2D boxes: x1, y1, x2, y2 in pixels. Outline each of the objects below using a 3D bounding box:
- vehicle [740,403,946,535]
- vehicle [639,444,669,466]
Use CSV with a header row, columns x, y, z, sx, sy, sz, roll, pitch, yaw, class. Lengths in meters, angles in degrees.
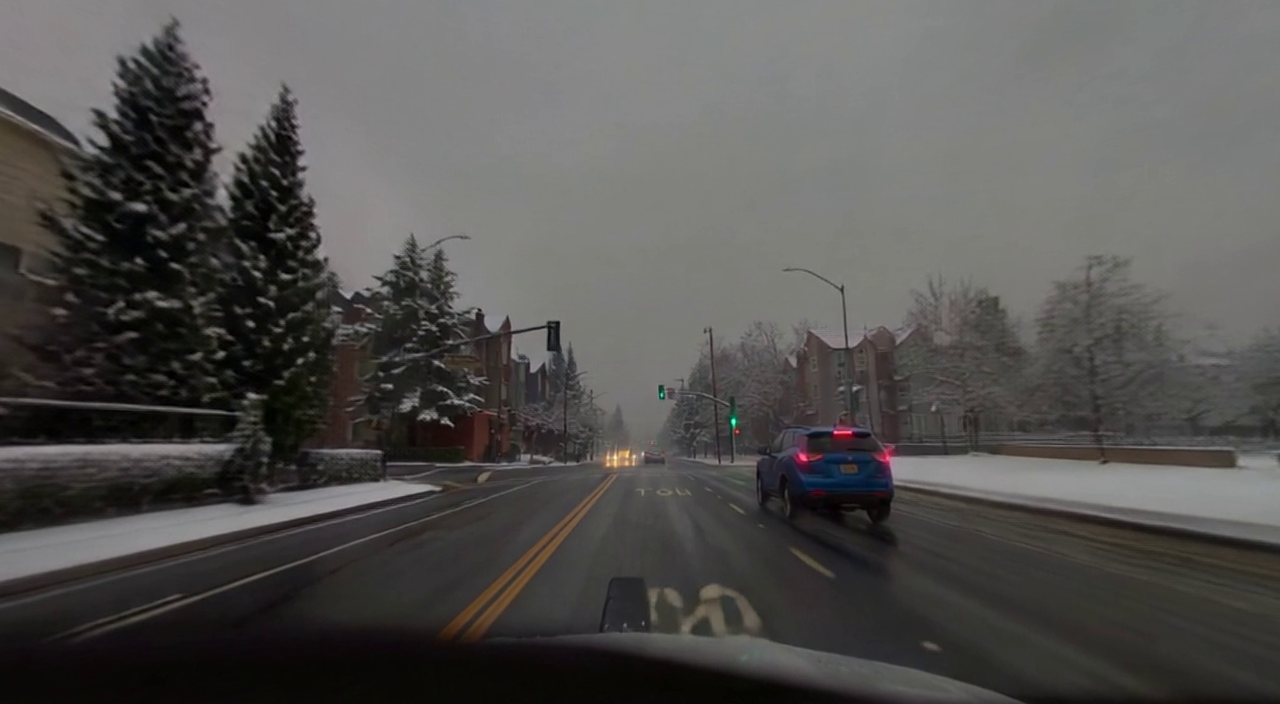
x,y,z,sx,sy,sz,roll,pitch,yaw,class
3.296,2.039,11.511,2.130,1.863,4.844,0,-9,0,vehicle
0.965,7.512,46.113,2.097,1.463,4.043,0,-9,0,vehicle
